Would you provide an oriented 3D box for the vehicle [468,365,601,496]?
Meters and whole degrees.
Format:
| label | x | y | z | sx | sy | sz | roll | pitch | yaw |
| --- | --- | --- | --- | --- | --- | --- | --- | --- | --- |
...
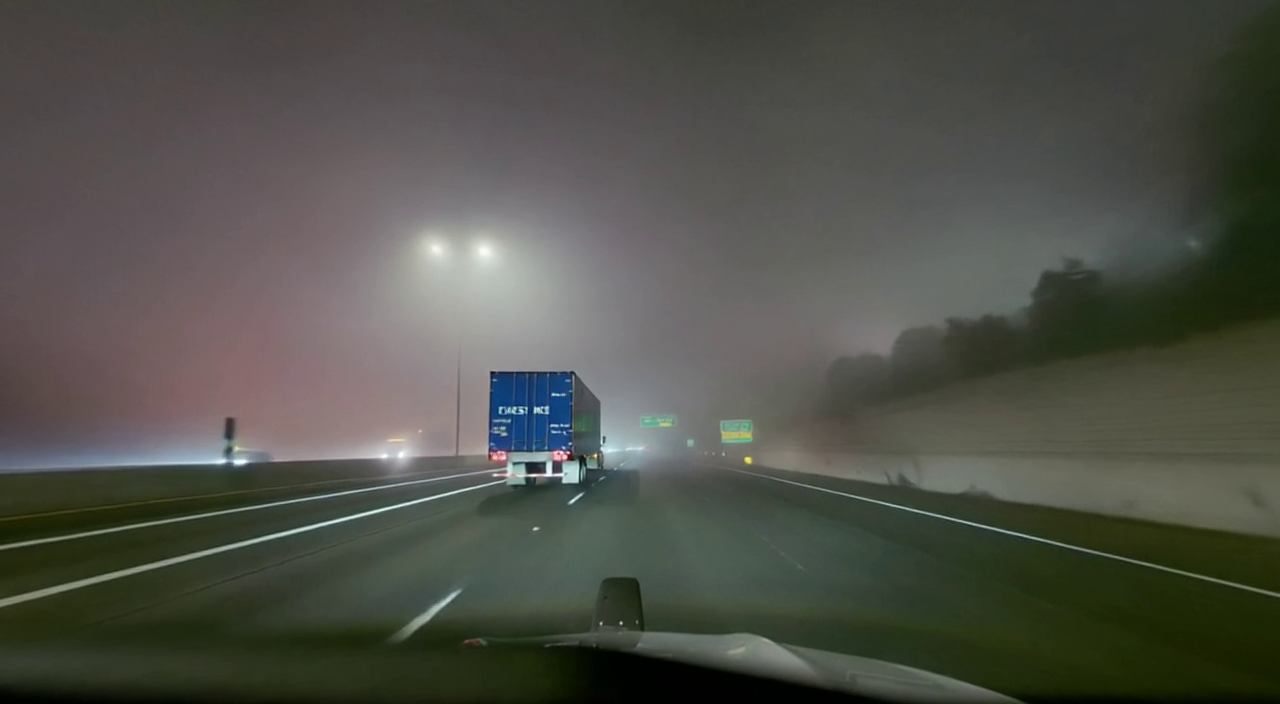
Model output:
| label | x | y | z | sx | sy | sz | roll | pitch | yaw |
| --- | --- | --- | --- | --- | --- | --- | --- | --- | --- |
| vehicle | -3.521 | 3.208 | 24.704 | 3.059 | 3.956 | 11.036 | 0 | -9 | 1 |
